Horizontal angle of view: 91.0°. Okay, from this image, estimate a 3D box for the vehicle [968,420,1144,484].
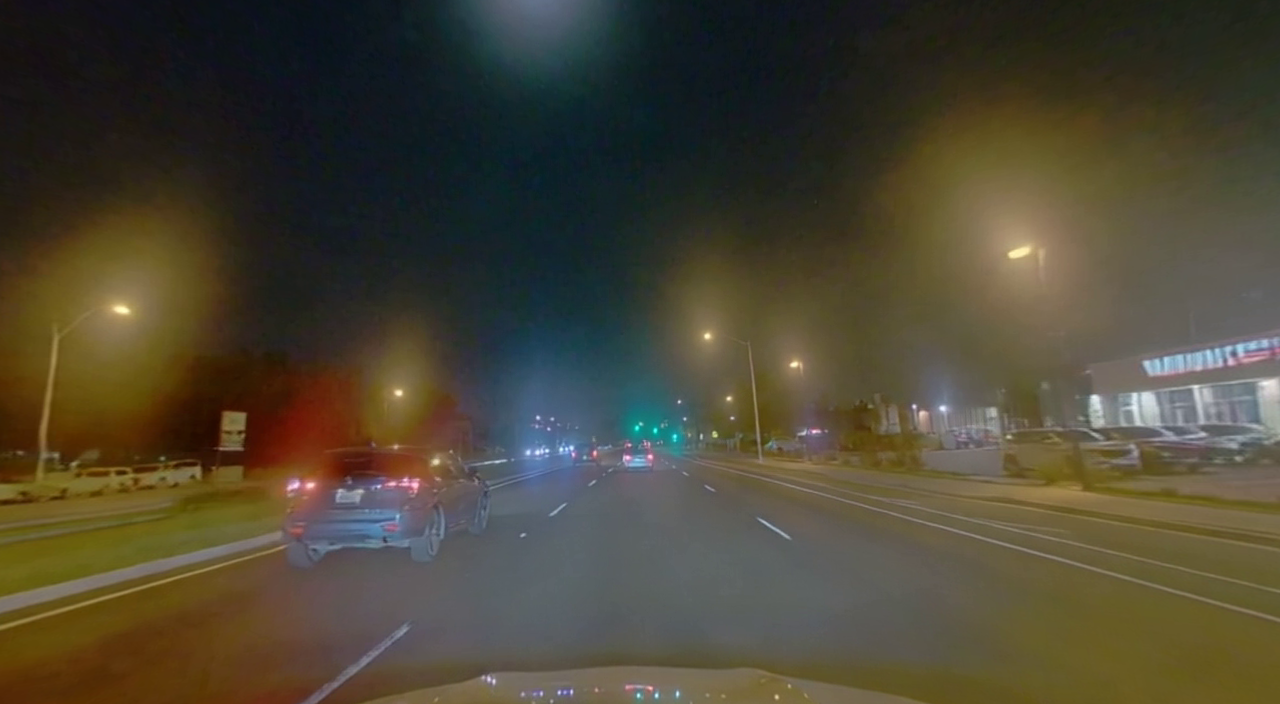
[{"bbox_3d":[12.934,3.159,20.103,2.072,1.769,5.000,0,-9,-2],"label":"vehicle"}]

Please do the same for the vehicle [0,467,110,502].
[{"bbox_3d":[-28.923,6.522,31.008,3.910,1.501,1.985,-2,-8,5],"label":"vehicle"}]

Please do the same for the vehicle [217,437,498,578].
[{"bbox_3d":[-3.543,2.007,9.007,2.003,1.488,4.282,0,-8,0],"label":"vehicle"}]

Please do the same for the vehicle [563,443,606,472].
[{"bbox_3d":[-3.053,5.861,35.255,1.939,1.496,4.309,0,-9,1],"label":"vehicle"}]

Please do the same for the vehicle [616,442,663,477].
[{"bbox_3d":[-0.030,4.919,29.104,2.019,1.459,4.005,0,-8,-1],"label":"vehicle"}]

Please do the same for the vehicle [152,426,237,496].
[{"bbox_3d":[-22.870,5.598,32.521,2.843,3.351,3.542,5,-10,-27],"label":"vehicle"}]

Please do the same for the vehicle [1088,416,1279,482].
[{"bbox_3d":[16.192,2.899,18.958,1.930,1.713,4.756,0,-8,1],"label":"vehicle"}]
